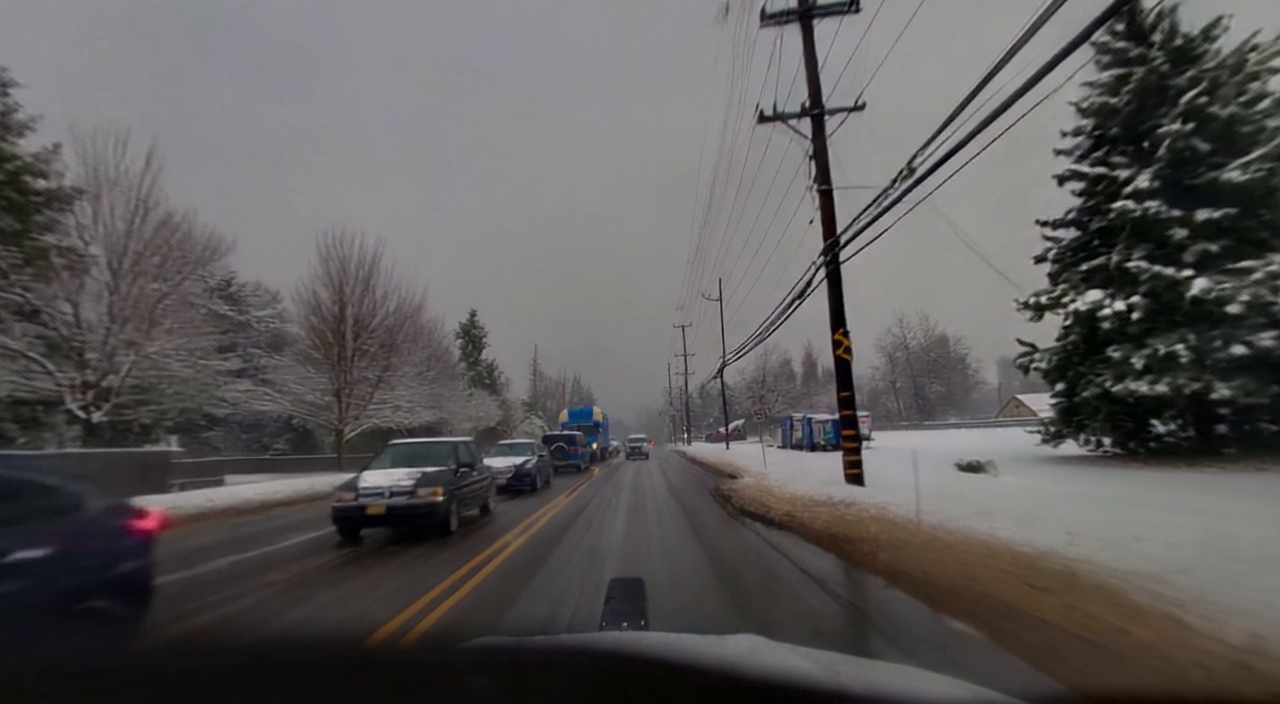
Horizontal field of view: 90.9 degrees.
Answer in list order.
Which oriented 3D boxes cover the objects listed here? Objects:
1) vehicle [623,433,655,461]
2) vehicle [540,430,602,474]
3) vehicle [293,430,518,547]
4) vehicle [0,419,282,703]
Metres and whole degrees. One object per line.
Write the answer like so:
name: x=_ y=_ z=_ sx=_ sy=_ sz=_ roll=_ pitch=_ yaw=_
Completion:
vehicle: x=-0.085 y=6.629 z=44.045 sx=2.117 sy=1.861 sz=4.095 roll=0 pitch=-8 yaw=0
vehicle: x=-3.055 y=4.543 z=28.856 sx=2.187 sy=1.821 sz=4.748 roll=0 pitch=-8 yaw=1
vehicle: x=-3.477 y=2.105 z=10.482 sx=1.972 sy=1.486 sz=4.547 roll=0 pitch=-8 yaw=0
vehicle: x=-3.585 y=0.991 z=2.395 sx=1.998 sy=1.466 sz=4.124 roll=0 pitch=-8 yaw=0
